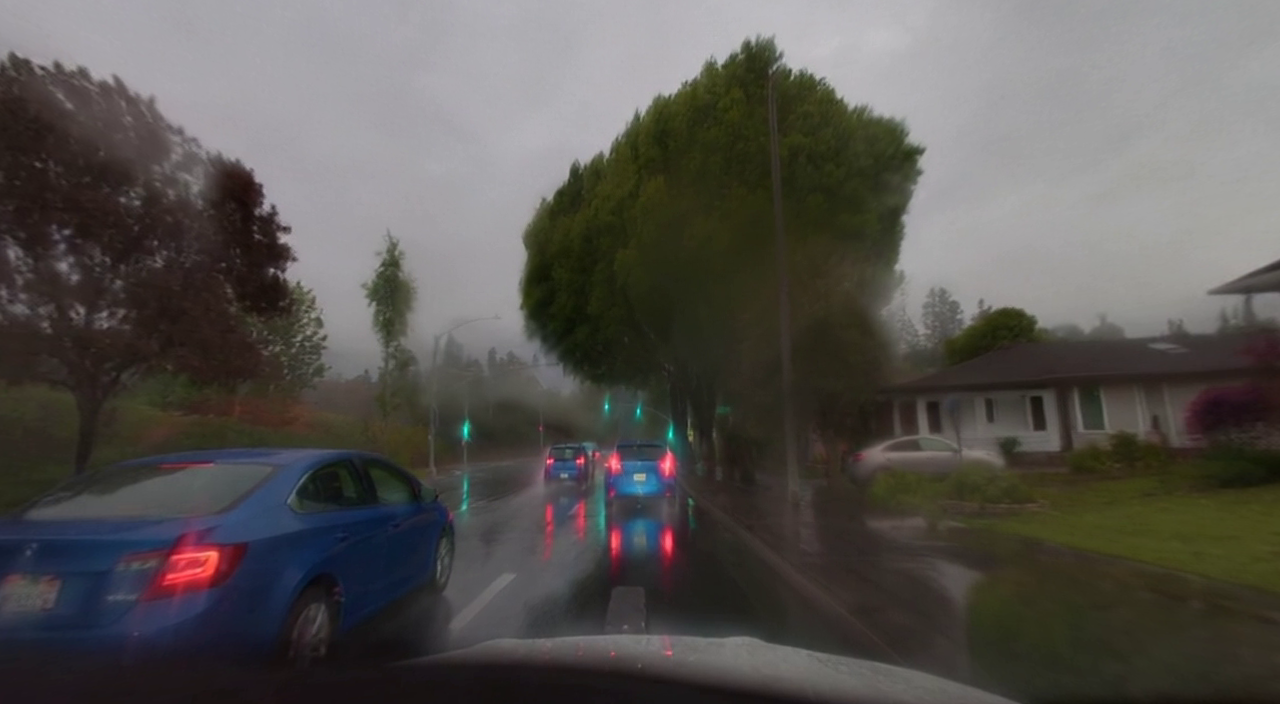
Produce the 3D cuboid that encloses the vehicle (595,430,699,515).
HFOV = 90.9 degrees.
[{"bbox_3d":[0.143,2.779,14.950,2.120,1.718,3.909,0,-9,0],"label":"vehicle"}]

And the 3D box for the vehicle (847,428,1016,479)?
[{"bbox_3d":[9.228,3.249,20.256,4.456,1.504,1.914,0,-9,0],"label":"vehicle"}]

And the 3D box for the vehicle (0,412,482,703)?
[{"bbox_3d":[-2.841,1.334,4.749,1.968,1.472,4.685,-1,-9,2],"label":"vehicle"}]

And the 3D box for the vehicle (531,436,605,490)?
[{"bbox_3d":[-2.469,3.958,22.682,2.000,1.737,4.133,-1,-9,2],"label":"vehicle"}]
